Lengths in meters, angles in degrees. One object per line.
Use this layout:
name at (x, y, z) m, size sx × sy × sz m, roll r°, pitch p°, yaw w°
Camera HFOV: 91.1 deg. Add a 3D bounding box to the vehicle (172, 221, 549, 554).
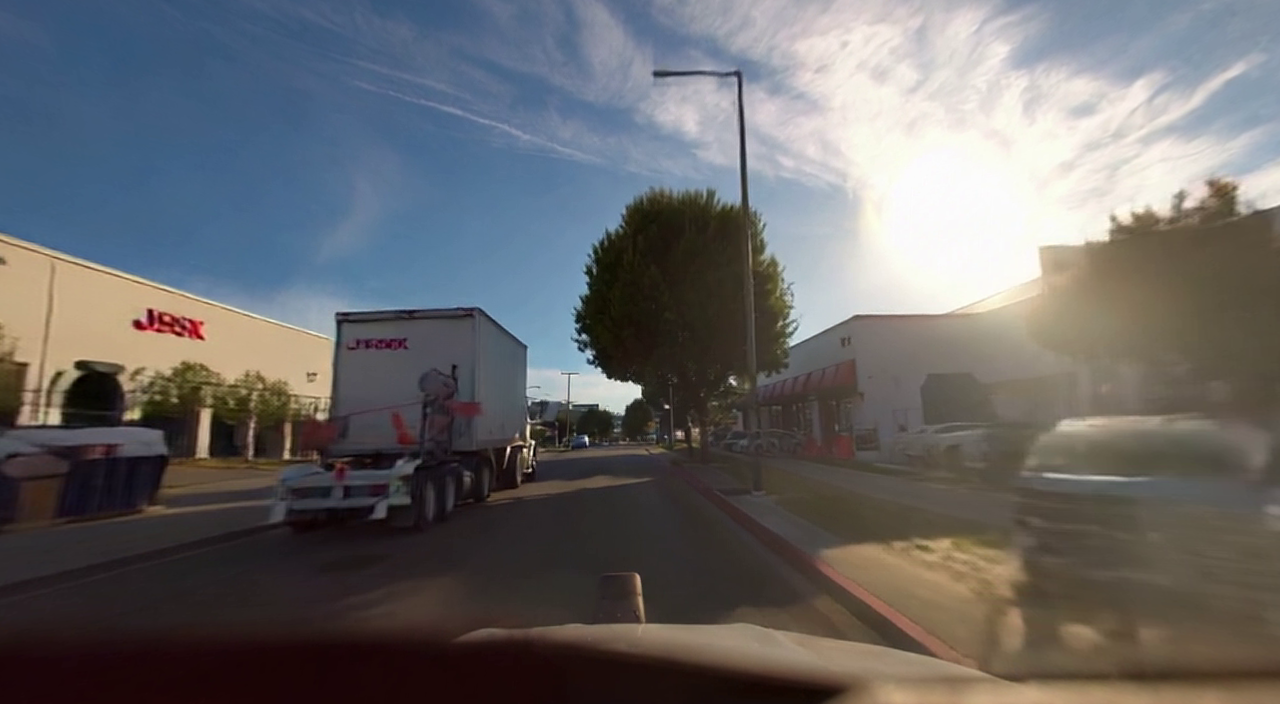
vehicle at (-4.983, 1.378, 16.464) m, size 2.976 × 4.754 × 15.127 m, roll 0°, pitch -7°, yaw 0°
